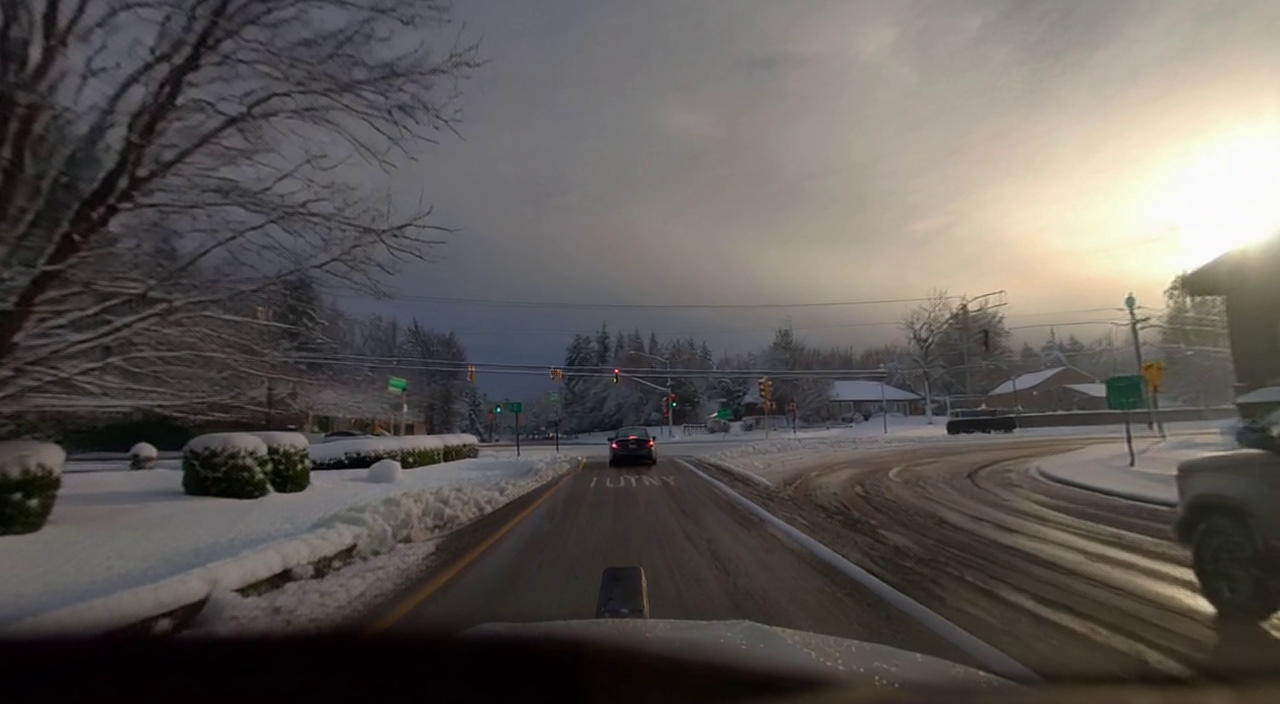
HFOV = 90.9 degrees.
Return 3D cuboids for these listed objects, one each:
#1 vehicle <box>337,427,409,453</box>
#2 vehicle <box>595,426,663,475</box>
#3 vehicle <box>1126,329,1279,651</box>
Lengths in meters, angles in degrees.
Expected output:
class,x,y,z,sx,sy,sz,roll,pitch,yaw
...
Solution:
class,x,y,z,sx,sy,sz,roll,pitch,yaw
vehicle,-18.574,6.146,44.025,4.200,1.639,1.844,-1,-8,-1
vehicle,-0.362,3.299,21.388,2.056,1.473,4.380,0,-8,-1
vehicle,4.664,0.609,2.278,2.084,1.870,5.068,-1,-8,5
